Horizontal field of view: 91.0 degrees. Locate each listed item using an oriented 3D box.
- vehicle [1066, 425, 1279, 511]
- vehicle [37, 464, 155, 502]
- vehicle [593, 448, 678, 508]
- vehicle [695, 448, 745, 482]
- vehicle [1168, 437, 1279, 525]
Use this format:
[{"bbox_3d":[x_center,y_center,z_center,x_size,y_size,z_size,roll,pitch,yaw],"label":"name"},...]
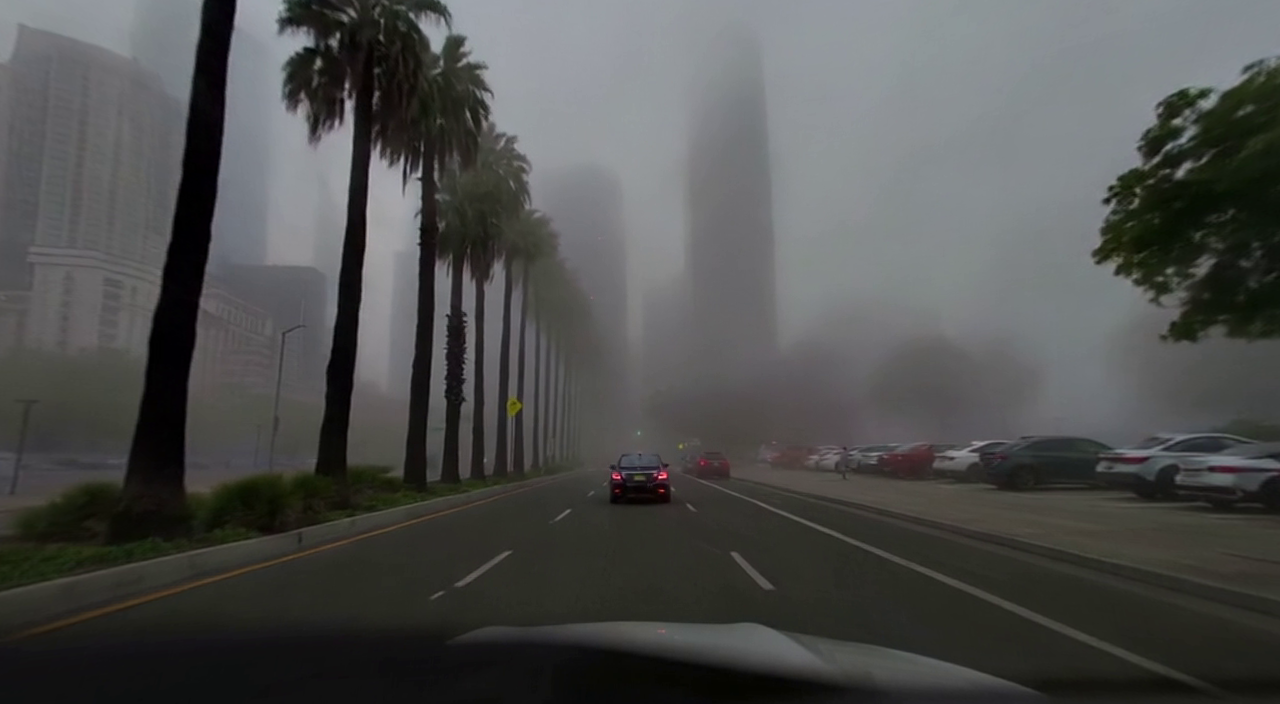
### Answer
[{"bbox_3d":[12.909,2.597,14.388,4.696,1.776,2.253,0,-9,-3],"label":"vehicle"},{"bbox_3d":[-26.569,6.375,30.965,1.913,1.604,4.331,0,-9,0],"label":"vehicle"},{"bbox_3d":[-0.082,3.611,18.486,2.235,1.528,3.876,0,-9,1],"label":"vehicle"},{"bbox_3d":[4.422,6.304,35.479,2.136,1.774,4.778,0,-9,0],"label":"vehicle"},{"bbox_3d":[13.054,2.364,11.798,4.363,1.488,2.248,1,-9,-3],"label":"vehicle"}]
